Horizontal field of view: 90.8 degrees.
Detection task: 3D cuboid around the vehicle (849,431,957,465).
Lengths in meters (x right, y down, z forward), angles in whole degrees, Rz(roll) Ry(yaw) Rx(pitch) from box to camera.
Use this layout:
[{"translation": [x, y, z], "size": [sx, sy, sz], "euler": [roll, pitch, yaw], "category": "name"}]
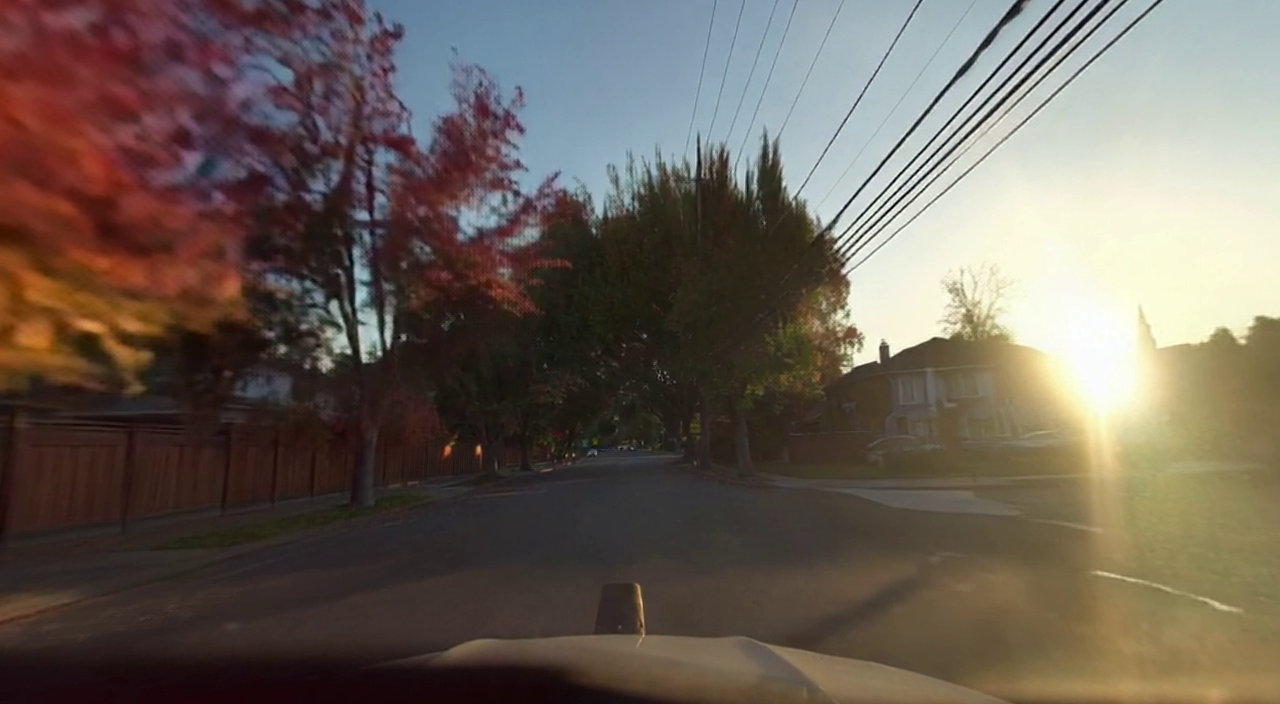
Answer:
[{"translation": [12.345, 4.573, 29.985], "size": [4.286, 1.525, 2.219], "euler": [-2, -9, 10], "category": "vehicle"}]
